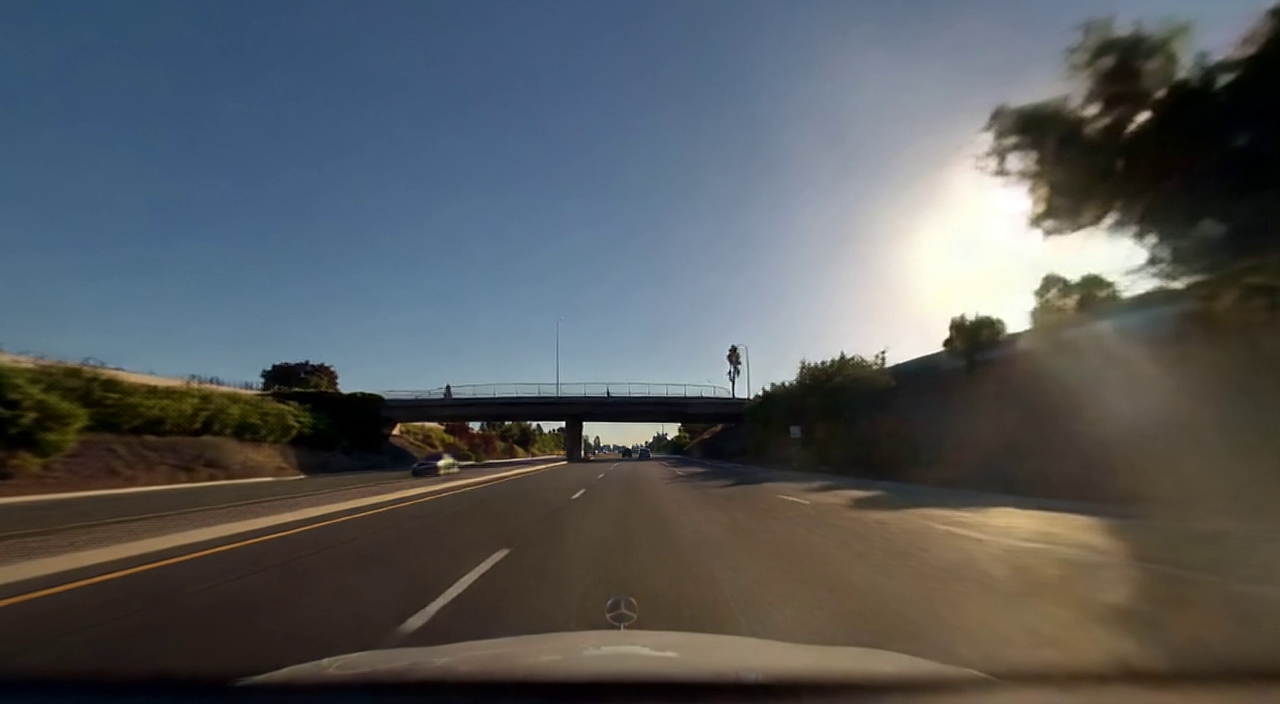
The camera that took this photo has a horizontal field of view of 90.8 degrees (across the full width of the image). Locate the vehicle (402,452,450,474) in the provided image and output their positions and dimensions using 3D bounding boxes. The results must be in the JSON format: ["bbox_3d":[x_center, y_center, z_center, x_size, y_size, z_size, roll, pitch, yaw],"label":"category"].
[{"bbox_3d":[-16.086,8.342,47.665,1.879,1.491,4.801,0,-9,1],"label":"vehicle"}]
